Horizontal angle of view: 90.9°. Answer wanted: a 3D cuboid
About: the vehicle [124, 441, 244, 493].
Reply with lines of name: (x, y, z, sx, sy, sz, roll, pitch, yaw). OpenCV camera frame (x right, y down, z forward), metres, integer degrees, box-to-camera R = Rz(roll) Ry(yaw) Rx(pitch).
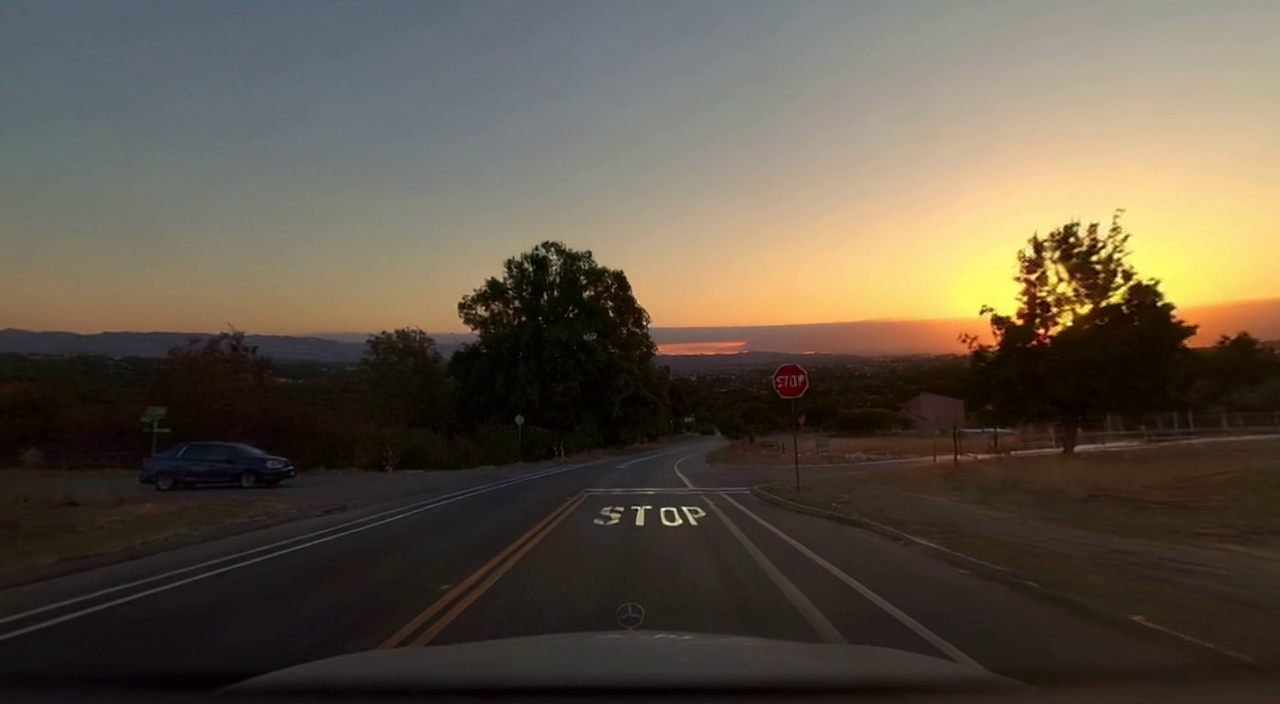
vehicle: (-17.882, 4.527, 24.995, 1.849, 1.831, 3.980, -2, -10, -2)

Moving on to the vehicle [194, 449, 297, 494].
vehicle: (-14.730, 4.440, 23.777, 1.739, 1.539, 3.548, 0, -8, -4)
